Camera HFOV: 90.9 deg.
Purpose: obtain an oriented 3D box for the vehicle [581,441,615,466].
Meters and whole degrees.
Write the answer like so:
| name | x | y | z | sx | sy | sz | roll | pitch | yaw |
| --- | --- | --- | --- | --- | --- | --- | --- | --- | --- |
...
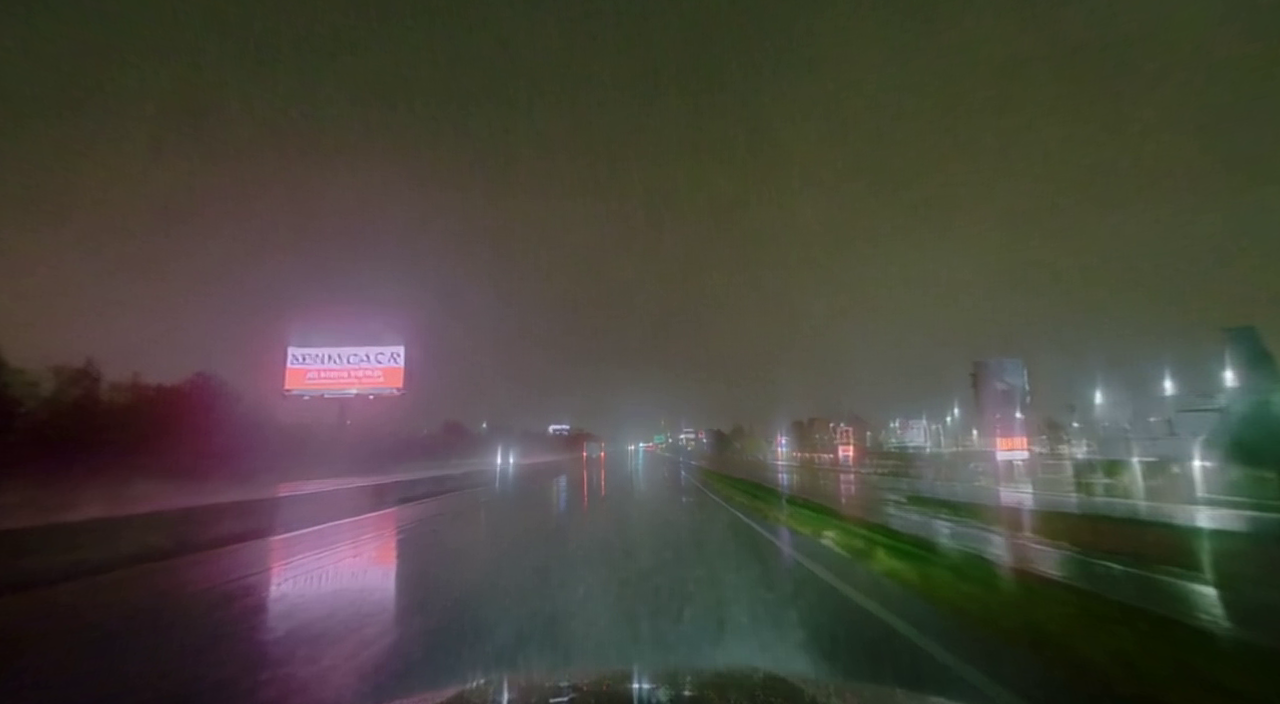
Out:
| name | x | y | z | sx | sy | sz | roll | pitch | yaw |
| --- | --- | --- | --- | --- | --- | --- | --- | --- | --- |
| vehicle | -3.206 | 7.880 | 49.127 | 2.159 | 1.793 | 5.027 | -1 | -9 | 1 |
